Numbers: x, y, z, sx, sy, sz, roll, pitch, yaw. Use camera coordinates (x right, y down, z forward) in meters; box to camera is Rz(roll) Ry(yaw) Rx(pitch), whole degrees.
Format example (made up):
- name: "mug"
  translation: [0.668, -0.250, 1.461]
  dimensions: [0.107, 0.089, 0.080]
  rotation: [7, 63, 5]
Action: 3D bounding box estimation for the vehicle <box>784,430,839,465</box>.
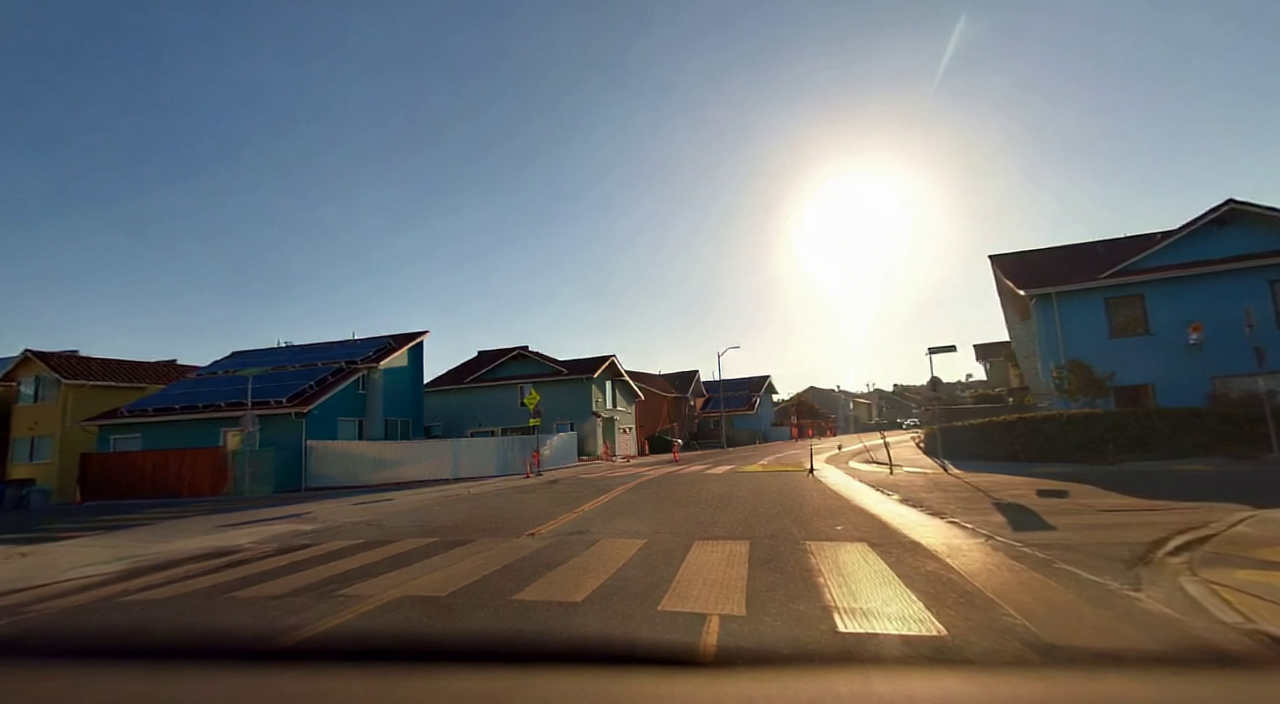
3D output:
- name: "vehicle"
  translation: [8.074, 4.409, 29.363]
  dimensions: [1.966, 1.455, 4.075]
  rotation: [-3, -8, 21]
